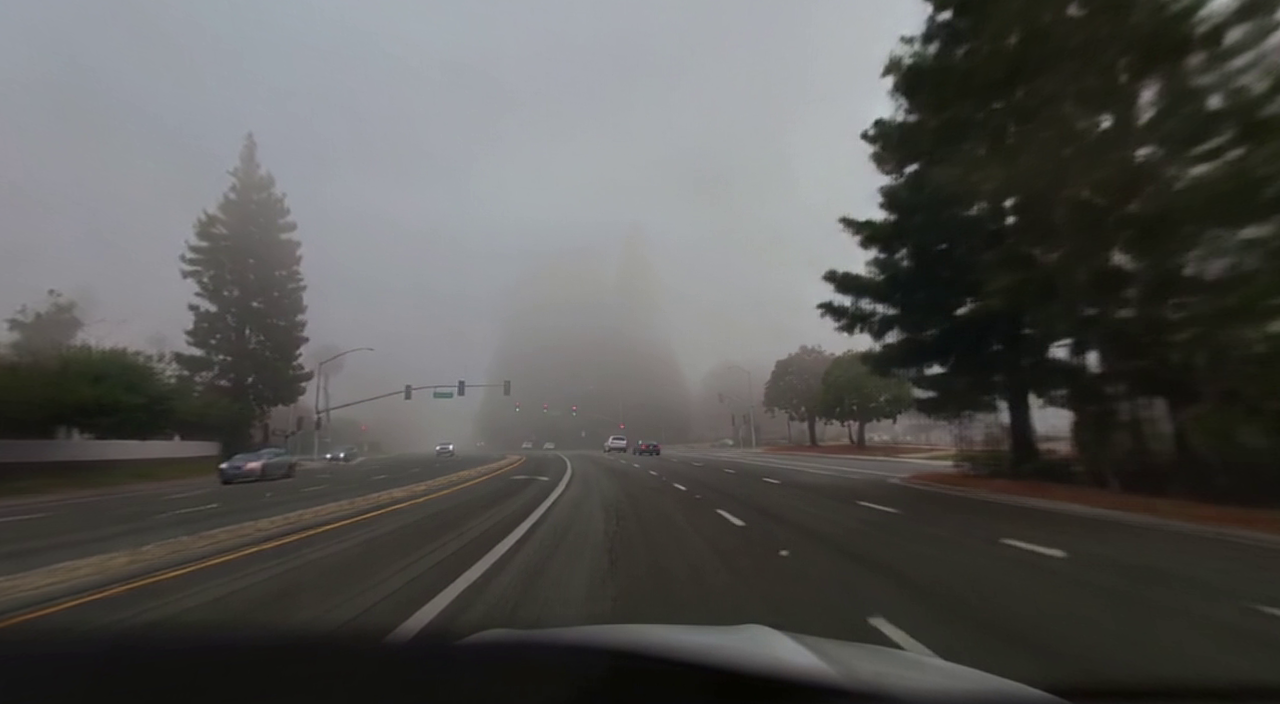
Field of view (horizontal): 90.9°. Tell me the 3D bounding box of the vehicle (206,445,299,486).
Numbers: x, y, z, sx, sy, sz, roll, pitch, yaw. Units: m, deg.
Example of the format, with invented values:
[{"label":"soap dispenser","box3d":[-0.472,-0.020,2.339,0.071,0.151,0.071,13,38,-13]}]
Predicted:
[{"label":"vehicle","box3d":[-17.851,5.192,29.284,1.939,1.715,4.310,1,-8,-6]}]
